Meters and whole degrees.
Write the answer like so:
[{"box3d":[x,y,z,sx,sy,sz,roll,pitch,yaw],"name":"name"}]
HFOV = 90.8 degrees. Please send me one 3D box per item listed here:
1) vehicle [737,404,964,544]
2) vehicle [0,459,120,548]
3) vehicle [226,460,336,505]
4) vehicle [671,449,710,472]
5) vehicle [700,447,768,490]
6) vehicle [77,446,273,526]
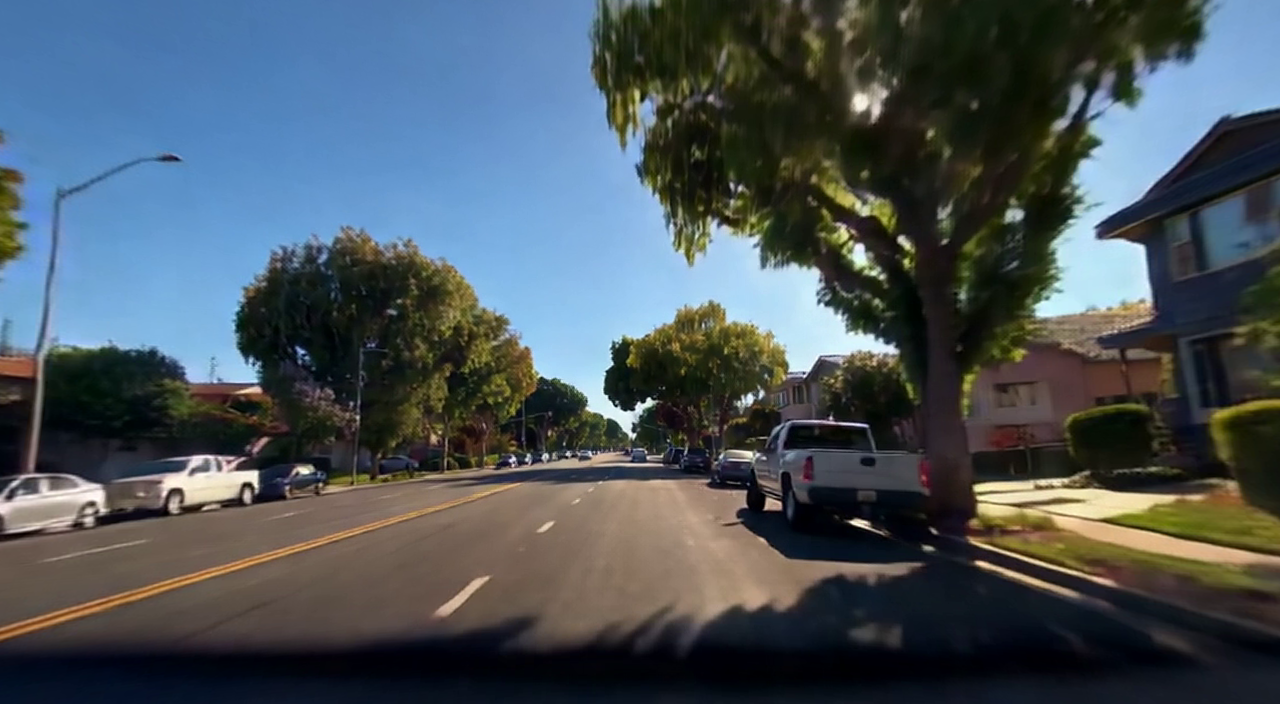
[{"box3d":[3.573,2.264,12.451,2.327,2.026,6.259,0,-9,0],"name":"vehicle"},{"box3d":[-13.879,3.225,13.641,1.772,1.736,4.020,0,-9,1],"name":"vehicle"},{"box3d":[-13.916,5.065,24.827,1.798,1.486,4.353,0,-9,-1],"name":"vehicle"},{"box3d":[3.349,7.319,42.837,2.158,1.477,5.135,0,-9,0],"name":"vehicle"},{"box3d":[3.476,4.404,24.200,2.009,1.468,4.414,0,-9,1],"name":"vehicle"},{"box3d":[-13.989,4.014,19.589,2.213,1.903,5.326,-5,-9,-2],"name":"vehicle"}]
